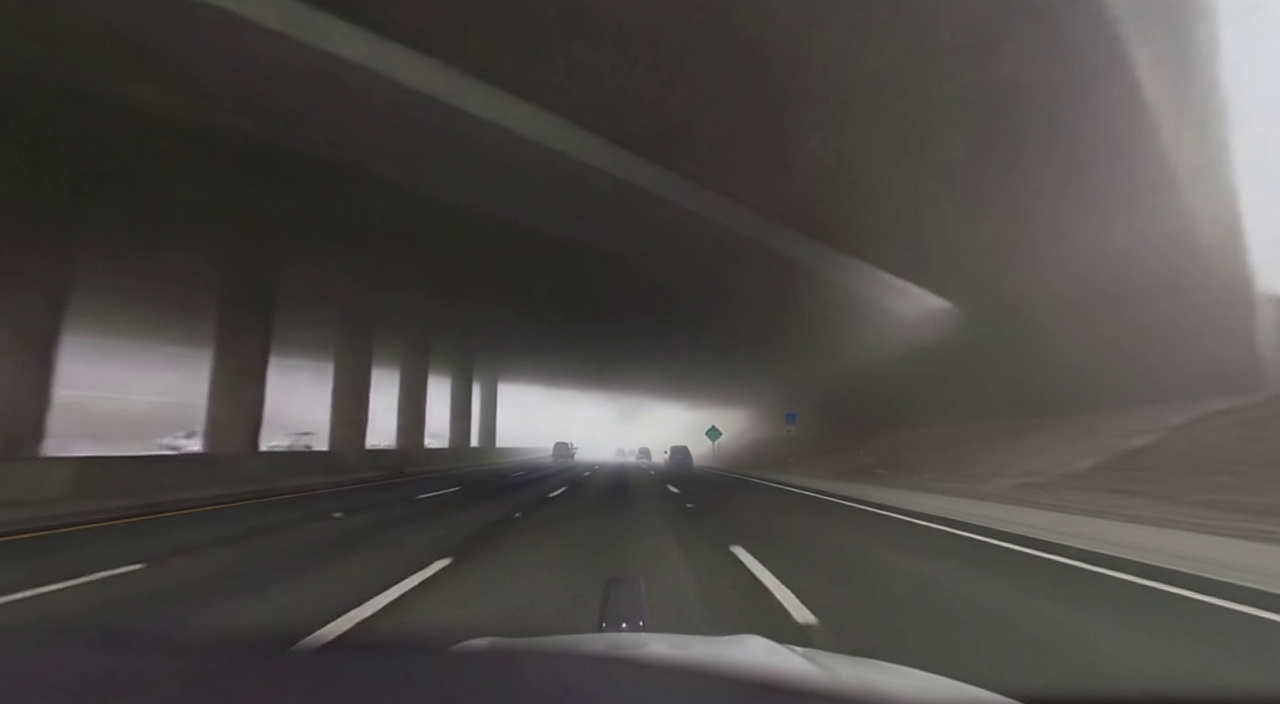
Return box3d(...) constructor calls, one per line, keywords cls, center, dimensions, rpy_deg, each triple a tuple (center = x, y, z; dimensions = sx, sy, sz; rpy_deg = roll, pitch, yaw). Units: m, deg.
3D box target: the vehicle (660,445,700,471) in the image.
box3d(cls="vehicle", center=(2.426, 6.597, 39.615), dimensions=(2.059, 1.509, 4.670), rpy_deg=(0, -8, -2))
